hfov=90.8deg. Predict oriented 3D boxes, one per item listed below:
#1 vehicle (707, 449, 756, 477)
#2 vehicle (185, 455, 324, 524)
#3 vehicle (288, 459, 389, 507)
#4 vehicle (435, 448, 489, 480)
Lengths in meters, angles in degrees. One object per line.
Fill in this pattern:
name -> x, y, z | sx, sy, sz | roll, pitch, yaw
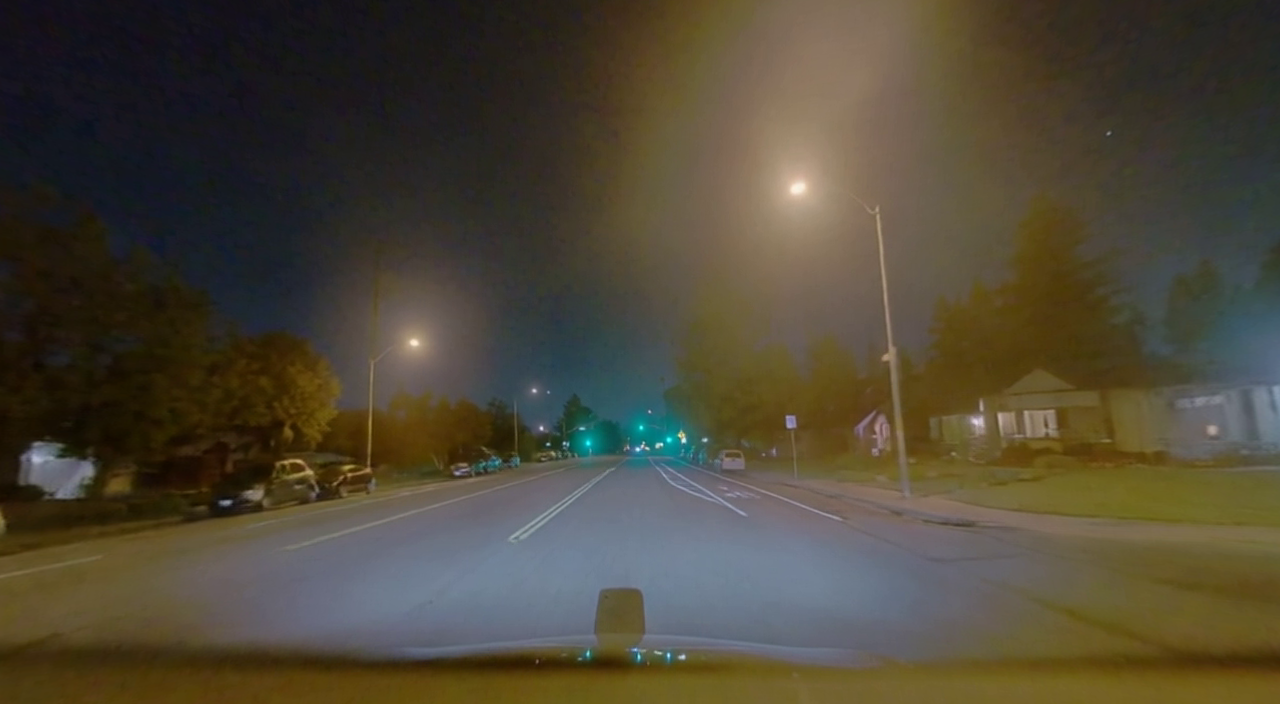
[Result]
vehicle -> 5.003, 6.111, 35.098 | 1.923, 1.454, 4.460 | 0, -9, -2
vehicle -> -12.627, 4.460, 21.056 | 1.988, 1.741, 4.379 | -7, -9, -1
vehicle -> -12.190, 5.284, 25.889 | 1.872, 1.472, 4.719 | -6, -9, -1
vehicle -> -12.198, 7.742, 43.737 | 2.156, 1.935, 5.464 | -3, -10, 0
